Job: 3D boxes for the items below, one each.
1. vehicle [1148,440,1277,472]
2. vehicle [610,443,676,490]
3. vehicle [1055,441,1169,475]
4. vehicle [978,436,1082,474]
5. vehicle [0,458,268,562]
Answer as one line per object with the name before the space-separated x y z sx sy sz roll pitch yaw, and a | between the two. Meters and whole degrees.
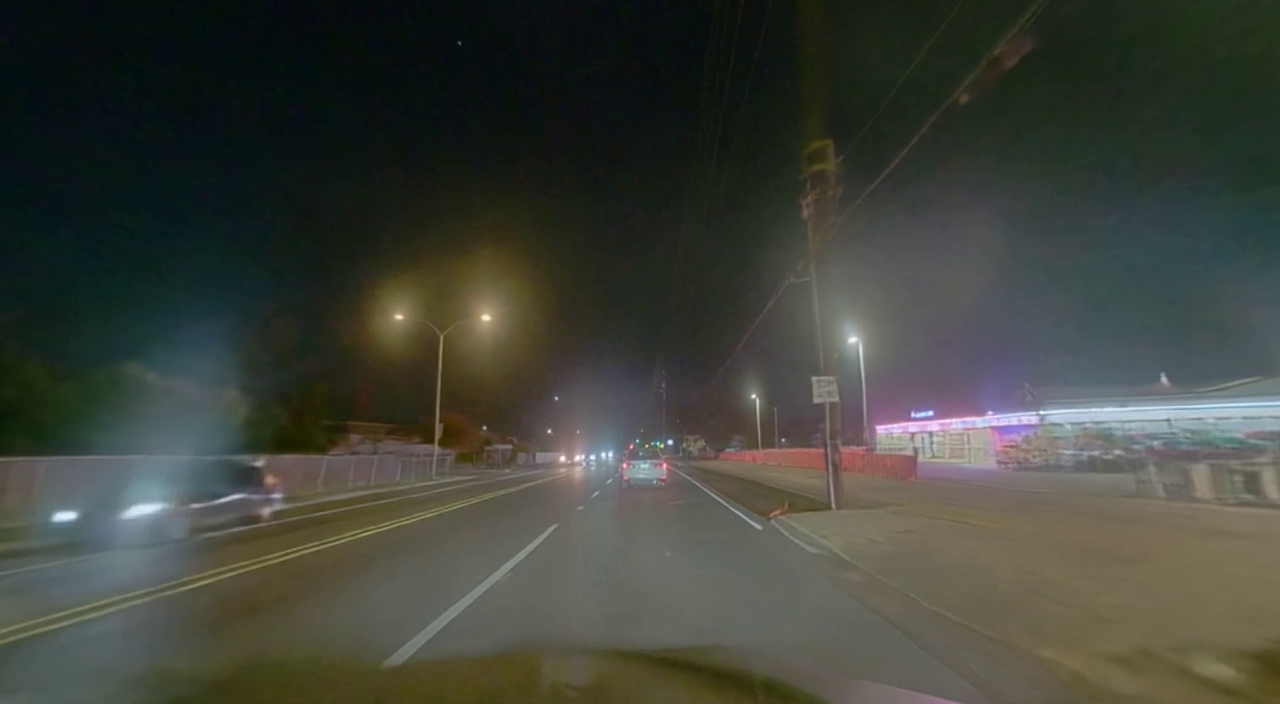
vehicle | 27.733 5.045 30.662 1.904 1.432 4.712 0 -9 1
vehicle | 0.107 4.049 22.482 2.144 1.514 4.063 0 -9 0
vehicle | 21.794 4.915 29.245 1.934 1.457 4.134 1 -9 -3
vehicle | 18.882 5.028 30.710 2.039 1.705 4.666 0 -9 0
vehicle | -9.465 2.832 12.019 1.956 1.527 4.365 0 -9 1
